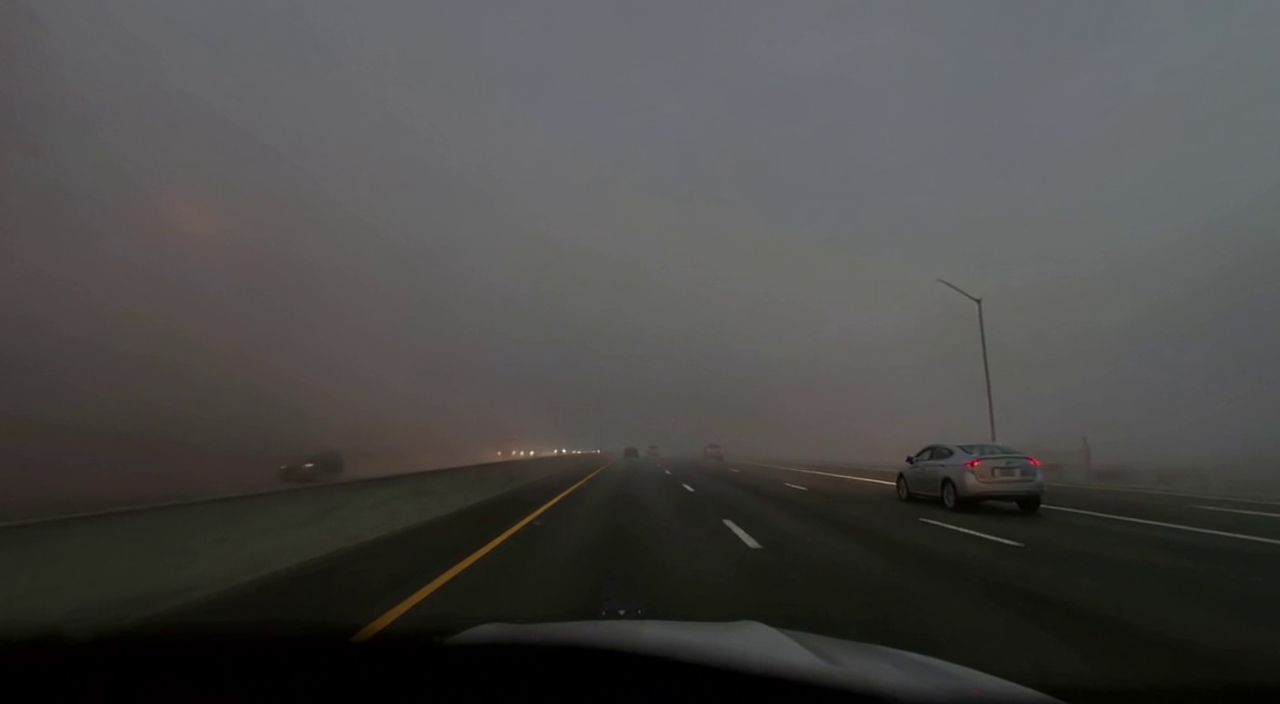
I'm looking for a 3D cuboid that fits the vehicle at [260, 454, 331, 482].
[{"bbox_3d":[-20.723,6.977,38.180,1.832,1.504,4.322,0,-9,0],"label":"vehicle"}]

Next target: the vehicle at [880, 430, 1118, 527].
[{"bbox_3d":[6.745,2.405,12.647,1.901,1.548,4.684,0,-9,-1],"label":"vehicle"}]
